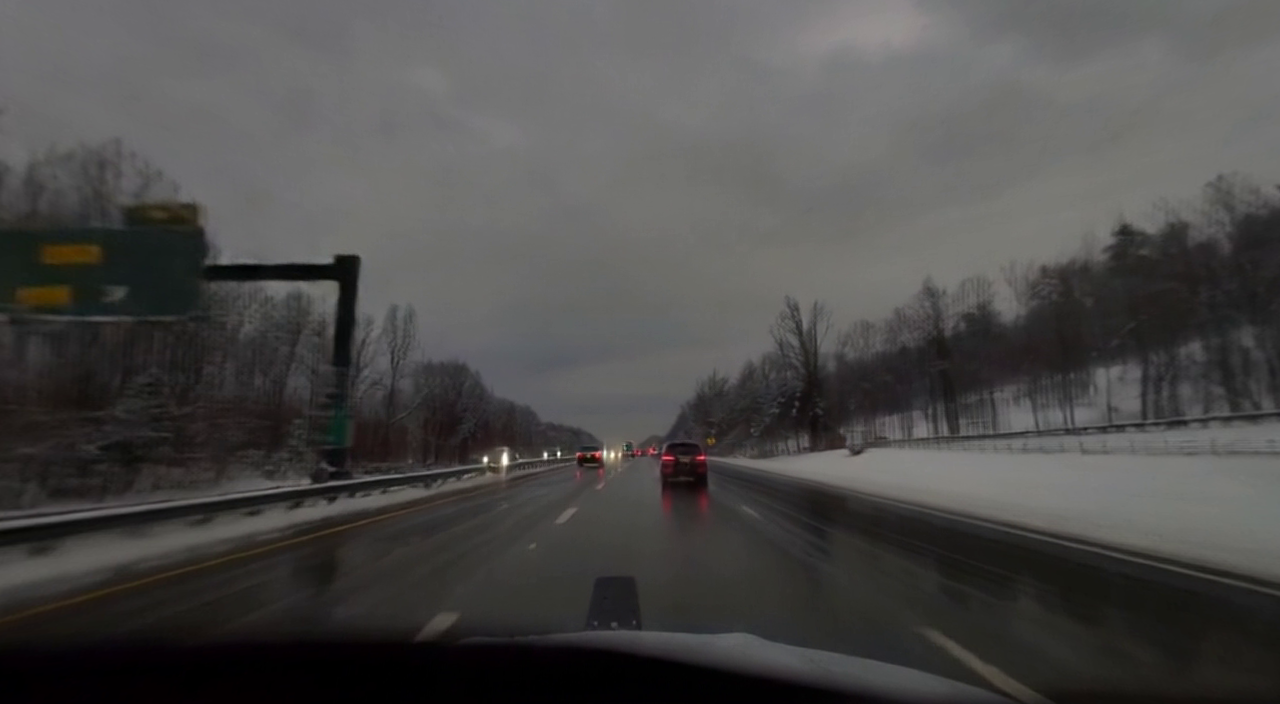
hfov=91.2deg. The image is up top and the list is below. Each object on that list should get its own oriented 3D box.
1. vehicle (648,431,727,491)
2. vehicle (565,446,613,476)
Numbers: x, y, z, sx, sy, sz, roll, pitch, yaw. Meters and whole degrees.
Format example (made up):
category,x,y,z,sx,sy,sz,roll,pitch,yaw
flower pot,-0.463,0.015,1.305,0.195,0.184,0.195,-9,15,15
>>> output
category,x,y,z,sx,sy,sz,roll,pitch,yaw
vehicle,1.413,3.519,20.525,2.250,1.718,4.358,0,-9,0
vehicle,-2.505,5.472,31.696,2.037,1.418,3.793,-1,-9,2
